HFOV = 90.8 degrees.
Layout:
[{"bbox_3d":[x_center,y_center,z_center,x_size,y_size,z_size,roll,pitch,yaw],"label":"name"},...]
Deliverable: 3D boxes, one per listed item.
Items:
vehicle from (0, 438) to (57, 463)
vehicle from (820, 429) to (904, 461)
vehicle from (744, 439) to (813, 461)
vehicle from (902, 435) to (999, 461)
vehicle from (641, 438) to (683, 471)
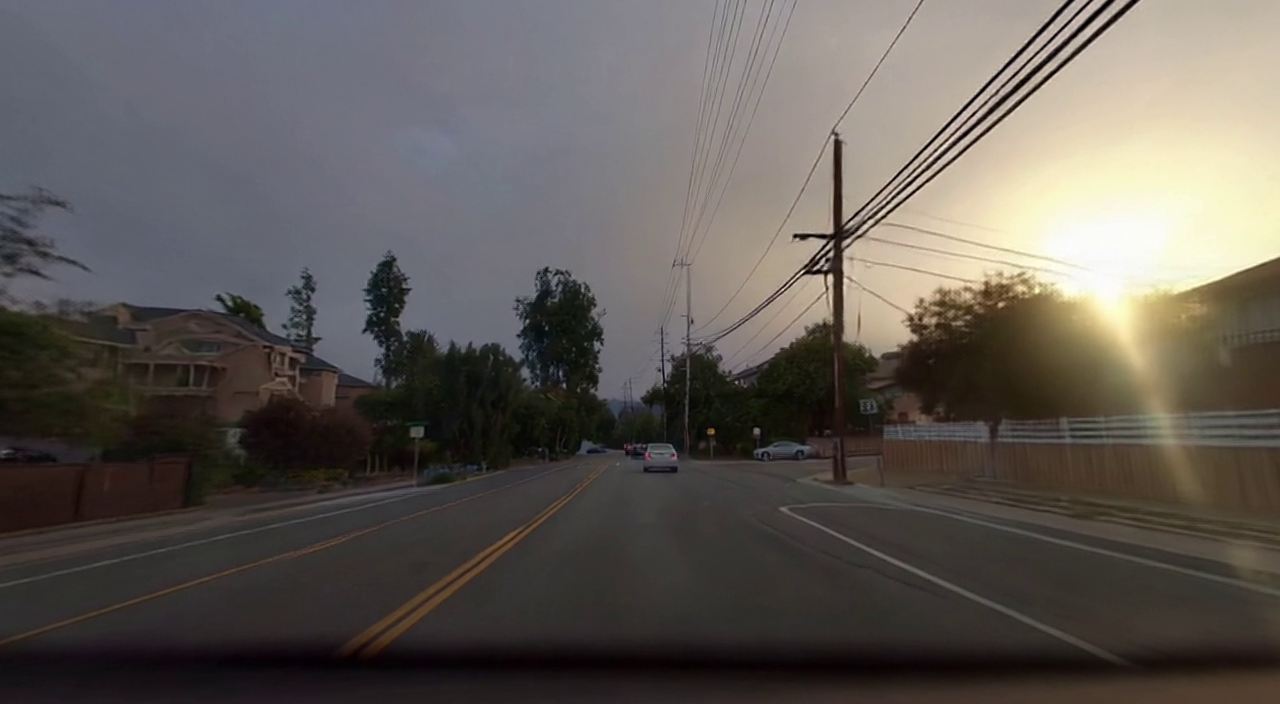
[{"bbox_3d":[-40.585,6.339,40.747,4.127,1.528,1.708,-1,-8,0],"label":"vehicle"},{"bbox_3d":[14.686,6.183,41.966,4.635,2.026,2.258,1,-9,-11],"label":"vehicle"},{"bbox_3d":[9.894,7.043,45.387,4.511,1.473,1.962,1,-8,-2],"label":"vehicle"},{"bbox_3d":[19.260,5.990,39.334,4.869,1.477,2.076,-1,-9,2],"label":"vehicle"},{"bbox_3d":[1.037,5.131,31.769,1.975,1.497,3.647,0,-9,0],"label":"vehicle"}]
